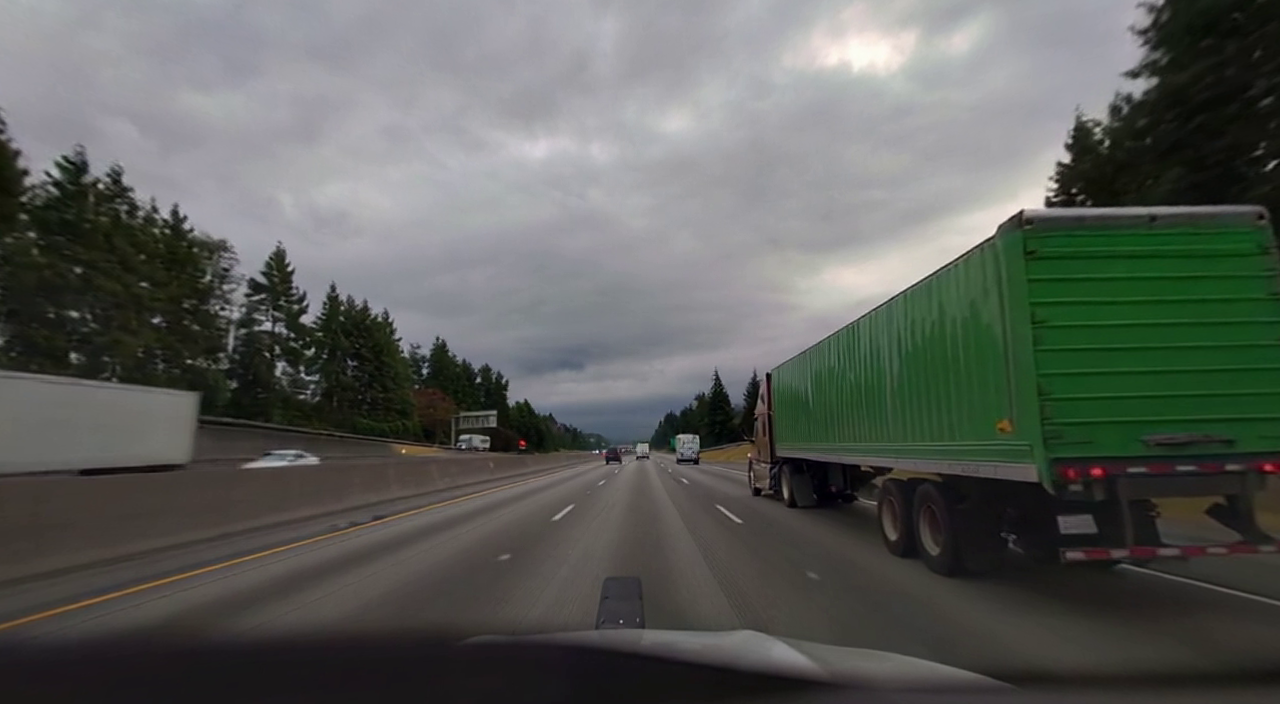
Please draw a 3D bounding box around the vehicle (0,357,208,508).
[{"bbox_3d":[-15.707,2.179,16.423,3.020,3.309,8.280,0,-9,-1],"label":"vehicle"}]

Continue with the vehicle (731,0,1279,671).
[{"bbox_3d":[4.672,0.916,12.312,3.115,4.407,17.026,0,-9,-1],"label":"vehicle"}]

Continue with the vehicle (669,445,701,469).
[{"bbox_3d":[3.065,7.244,43.669,2.019,1.601,3.953,-1,-9,1],"label":"vehicle"}]
